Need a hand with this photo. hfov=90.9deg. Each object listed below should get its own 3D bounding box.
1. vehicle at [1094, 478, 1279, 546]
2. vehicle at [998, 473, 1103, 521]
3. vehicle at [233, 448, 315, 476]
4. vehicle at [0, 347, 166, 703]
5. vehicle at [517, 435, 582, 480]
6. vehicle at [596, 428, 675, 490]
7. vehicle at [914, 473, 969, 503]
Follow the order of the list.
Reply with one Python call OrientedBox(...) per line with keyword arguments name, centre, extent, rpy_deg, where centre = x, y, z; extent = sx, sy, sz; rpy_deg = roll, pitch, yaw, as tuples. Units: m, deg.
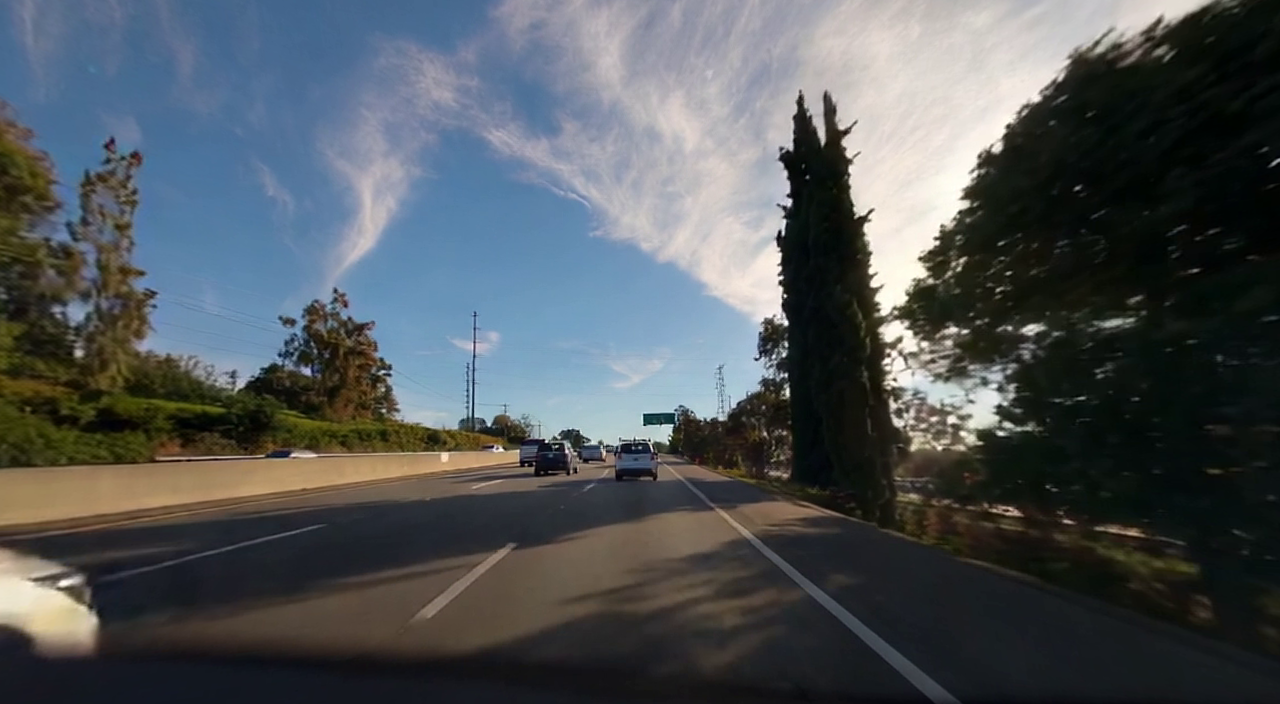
OrientedBox(name="vehicle", centre=(17.841, 5.104, 20.608), extent=(2.393, 1.795, 4.877), rpy_deg=(-3, -11, 2))
OrientedBox(name="vehicle", centre=(18.548, 6.535, 28.787), extent=(1.965, 1.761, 4.363), rpy_deg=(0, -8, 3))
OrientedBox(name="vehicle", centre=(-20.755, 6.214, 36.041), extent=(1.886, 1.465, 4.632), rpy_deg=(0, -8, 1))
OrientedBox(name="vehicle", centre=(-3.414, 0.608, 0.855), extent=(2.117, 1.665, 4.365), rpy_deg=(0, -8, 0))
OrientedBox(name="vehicle", centre=(-3.793, 4.501, 27.271), extent=(2.104, 1.754, 4.515), rpy_deg=(0, -8, 1))
OrientedBox(name="vehicle", centre=(-0.149, 3.487, 20.854), extent=(2.319, 1.813, 4.274), rpy_deg=(0, -8, 0))
OrientedBox(name="vehicle", centre=(19.897, 8.976, 41.809), extent=(1.832, 1.624, 4.158), rpy_deg=(-1, -8, 4))
